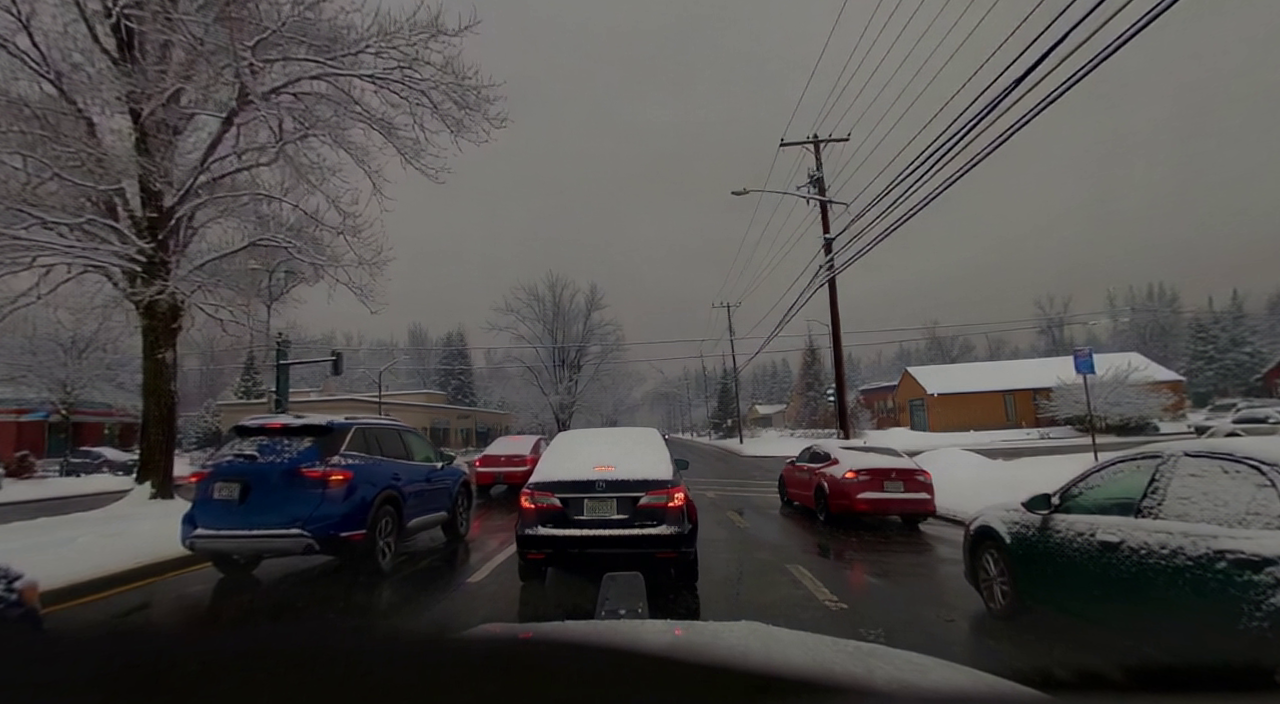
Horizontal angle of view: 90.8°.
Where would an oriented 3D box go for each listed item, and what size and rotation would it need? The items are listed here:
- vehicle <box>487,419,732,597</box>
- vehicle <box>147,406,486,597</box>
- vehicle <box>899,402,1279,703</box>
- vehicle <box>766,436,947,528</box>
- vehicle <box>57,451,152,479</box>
[{"bbox_3d":[-0.317,1.632,7.415,2.097,1.511,3.809,0,-9,-2],"label":"vehicle"},{"bbox_3d":[-3.419,1.654,7.849,1.979,1.697,4.254,0,-9,-1],"label":"vehicle"},{"bbox_3d":[3.666,1.190,4.192,1.929,1.479,4.723,0,-9,1],"label":"vehicle"},{"bbox_3d":[3.933,2.429,12.412,1.909,1.473,4.361,0,-9,-1],"label":"vehicle"},{"bbox_3d":[-37.034,7.829,43.740,4.683,1.833,2.078,0,-9,2],"label":"vehicle"}]
